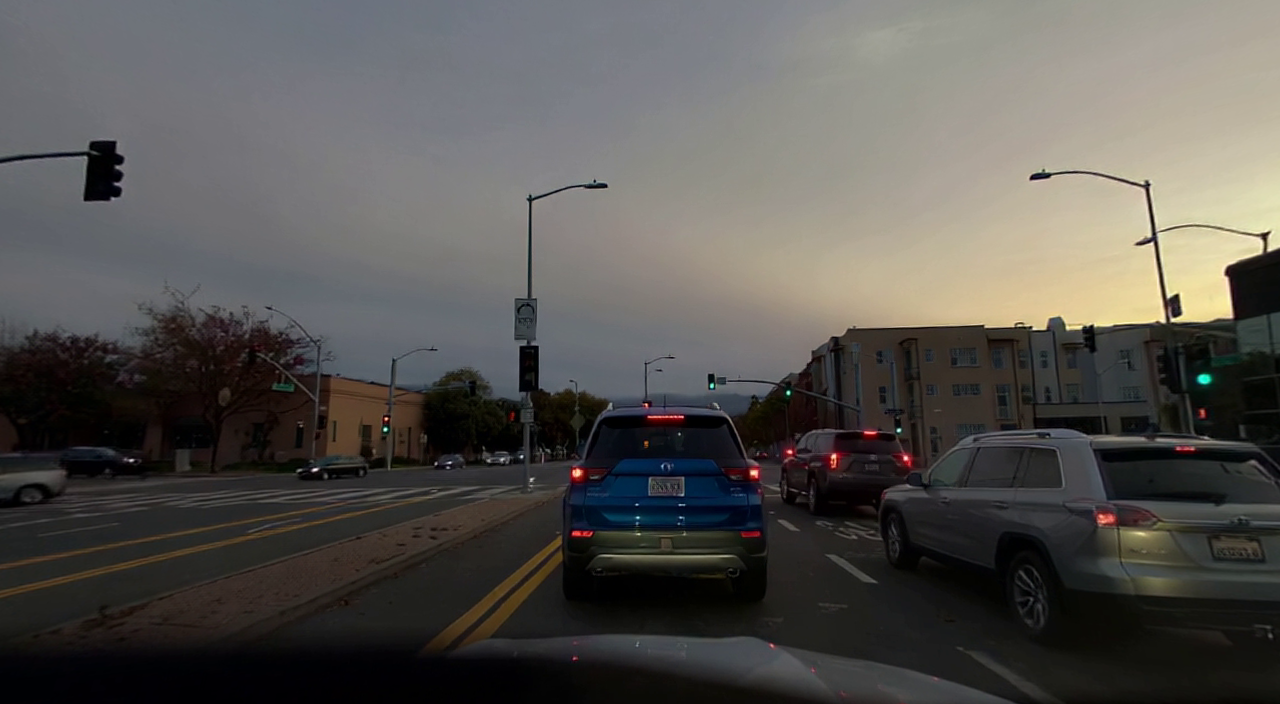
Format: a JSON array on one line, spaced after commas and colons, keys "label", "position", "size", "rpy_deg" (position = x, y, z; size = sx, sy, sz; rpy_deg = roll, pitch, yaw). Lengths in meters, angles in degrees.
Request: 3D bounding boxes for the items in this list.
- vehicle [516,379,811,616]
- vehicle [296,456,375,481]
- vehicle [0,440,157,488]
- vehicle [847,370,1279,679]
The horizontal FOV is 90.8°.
[{"label": "vehicle", "position": [0.227, 1.466, 7.219], "size": [2.292, 1.840, 4.394], "rpy_deg": [0, -9, 1]}, {"label": "vehicle", "position": [-19.970, 7.619, 41.556], "size": [1.864, 1.444, 4.255], "rpy_deg": [-7, -11, 36]}, {"label": "vehicle", "position": [-24.579, 4.846, 27.545], "size": [5.062, 1.946, 2.243], "rpy_deg": [0, -9, -1]}, {"label": "vehicle", "position": [3.557, 1.273, 5.709], "size": [2.018, 1.701, 4.288], "rpy_deg": [0, -9, 2]}]
